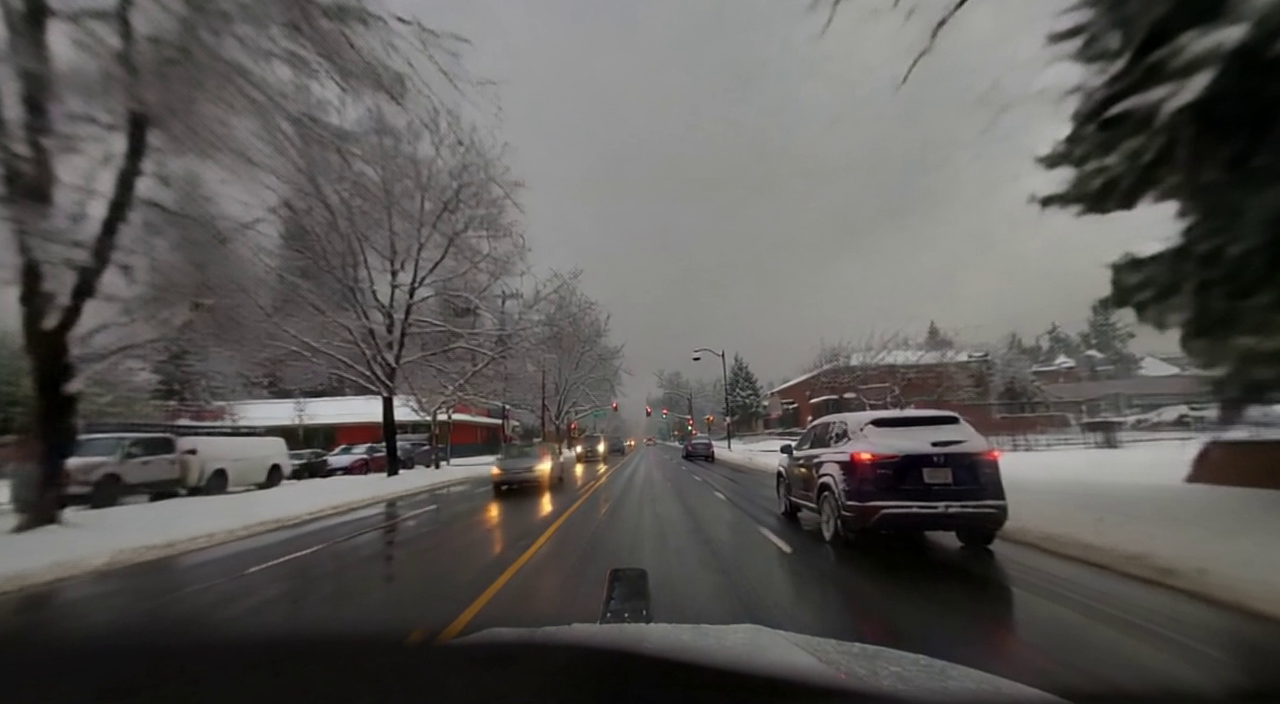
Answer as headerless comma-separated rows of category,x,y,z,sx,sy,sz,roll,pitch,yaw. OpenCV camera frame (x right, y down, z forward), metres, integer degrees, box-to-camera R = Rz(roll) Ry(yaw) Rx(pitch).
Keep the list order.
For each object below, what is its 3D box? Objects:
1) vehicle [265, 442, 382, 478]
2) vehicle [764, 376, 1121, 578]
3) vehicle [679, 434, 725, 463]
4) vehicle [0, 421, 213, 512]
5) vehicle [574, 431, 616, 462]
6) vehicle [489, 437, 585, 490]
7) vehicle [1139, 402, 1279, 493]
vehicle,-14.355,4.867,28.727,4.318,1.483,1.994,7,-10,-41
vehicle,3.324,1.513,8.507,2.251,1.861,5.144,0,-8,0
vehicle,3.464,5.485,36.076,2.072,1.471,4.834,0,-8,-1
vehicle,-14.874,2.990,17.024,5.135,2.059,2.468,4,-10,-43
vehicle,-2.931,6.378,42.700,2.304,1.886,6.516,-1,-8,1
vehicle,-3.079,3.429,19.868,2.133,1.439,4.280,-1,-8,2
vehicle,12.404,1.781,11.906,4.022,1.550,2.199,-1,-8,2
